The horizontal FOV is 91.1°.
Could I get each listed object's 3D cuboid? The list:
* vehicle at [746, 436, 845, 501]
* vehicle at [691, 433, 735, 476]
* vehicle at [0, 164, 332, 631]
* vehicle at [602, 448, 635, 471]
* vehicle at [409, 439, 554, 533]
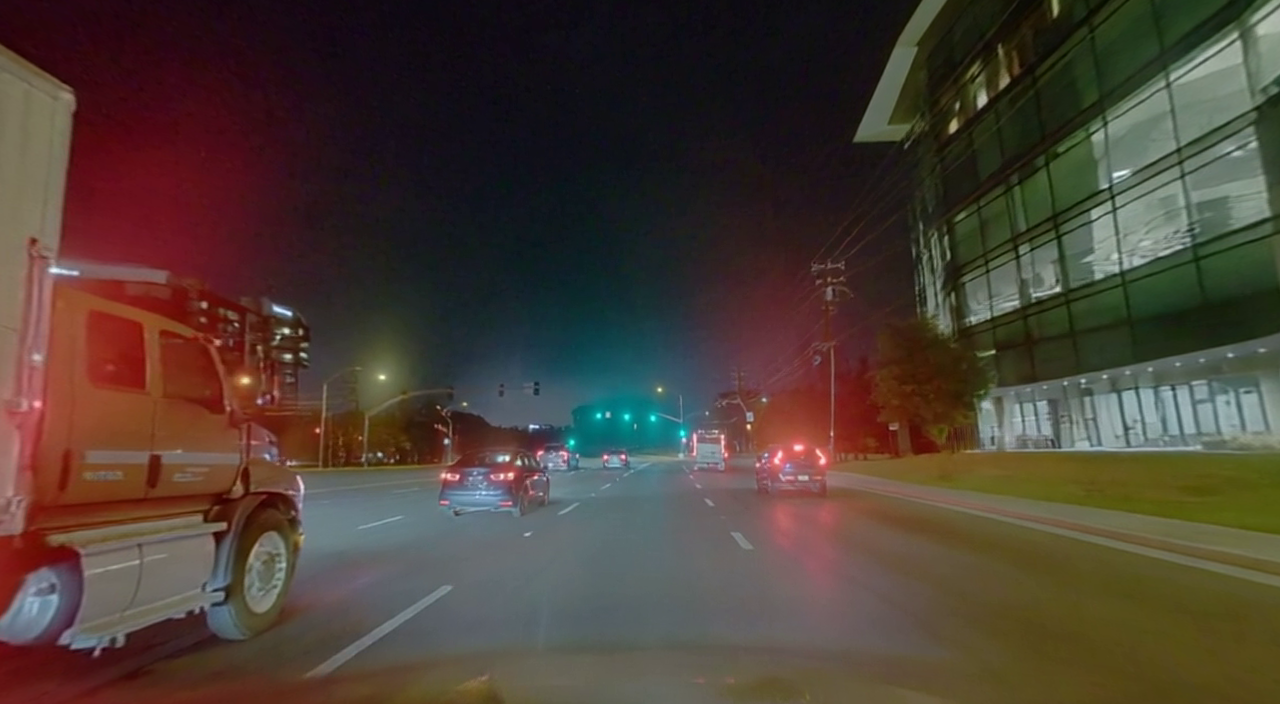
[{"bbox_3d":[5.058,3.842,21.163,2.283,1.923,4.427,0,-9,1],"label":"vehicle"},{"bbox_3d":[4.331,6.211,38.272,2.457,2.440,5.486,-1,-9,4],"label":"vehicle"},{"bbox_3d":[-6.381,0.581,7.409,3.239,4.055,3.881,0,-9,1],"label":"vehicle"},{"bbox_3d":[-1.538,7.786,45.626,1.984,1.567,4.311,-1,-9,4],"label":"vehicle"},{"bbox_3d":[-3.089,2.672,13.086,1.934,1.643,3.718,0,-9,2],"label":"vehicle"}]
